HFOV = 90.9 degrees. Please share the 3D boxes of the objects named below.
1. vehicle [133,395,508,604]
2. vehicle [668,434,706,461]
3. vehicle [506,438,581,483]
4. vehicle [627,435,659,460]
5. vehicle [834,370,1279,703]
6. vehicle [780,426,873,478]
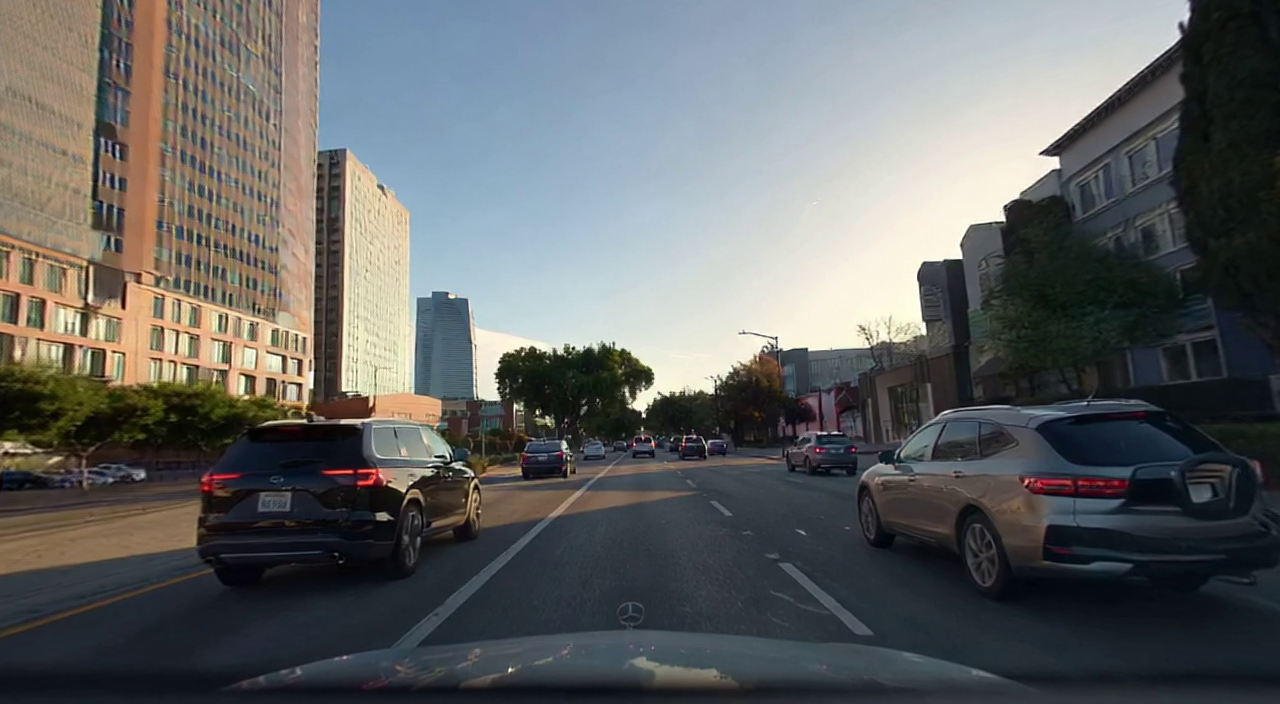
[{"bbox_3d":[-3.120,1.561,7.503,2.141,1.719,4.379,0,-9,0],"label":"vehicle"},{"bbox_3d":[3.192,6.682,44.071,2.178,1.804,4.766,0,-9,-1],"label":"vehicle"},{"bbox_3d":[-3.381,3.901,22.933,2.036,1.465,4.301,0,-9,1],"label":"vehicle"},{"bbox_3d":[0.203,7.247,47.660,2.304,1.795,4.526,0,-9,-1],"label":"vehicle"},{"bbox_3d":[3.384,1.257,5.411,2.088,1.666,4.512,0,-9,2],"label":"vehicle"},{"bbox_3d":[6.954,3.804,24.067,2.076,1.793,4.464,0,-9,-1],"label":"vehicle"}]
